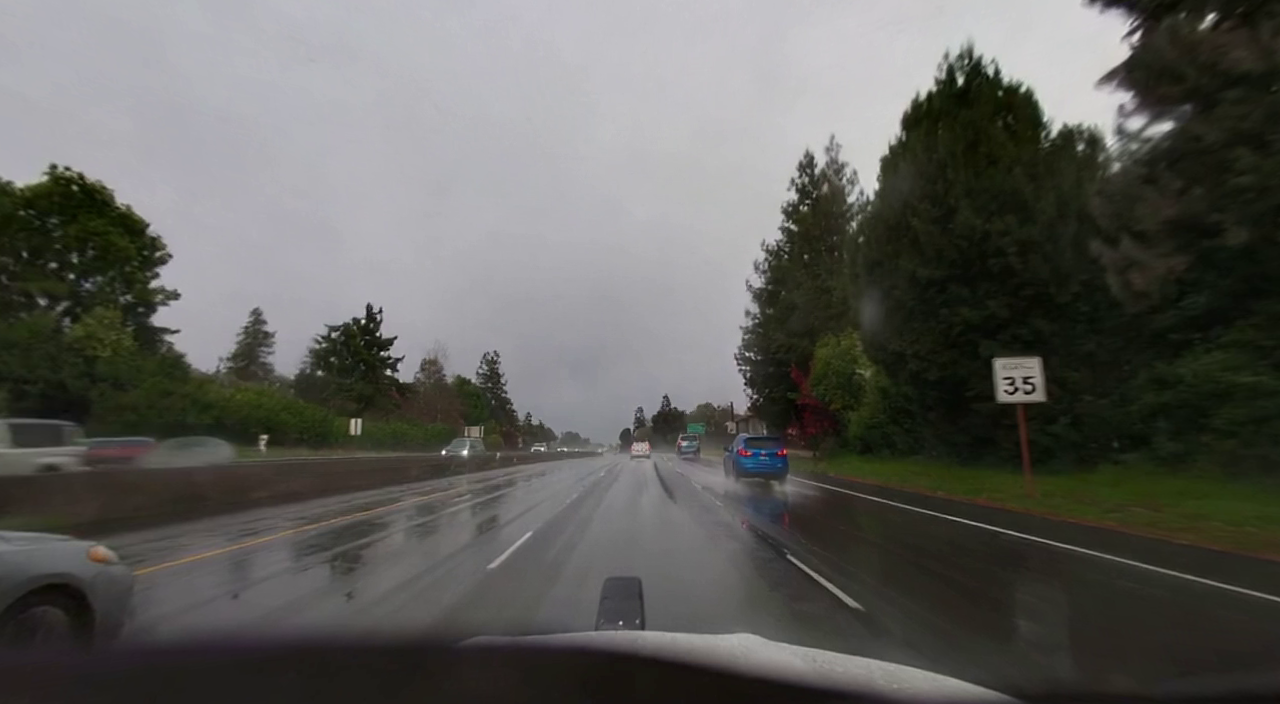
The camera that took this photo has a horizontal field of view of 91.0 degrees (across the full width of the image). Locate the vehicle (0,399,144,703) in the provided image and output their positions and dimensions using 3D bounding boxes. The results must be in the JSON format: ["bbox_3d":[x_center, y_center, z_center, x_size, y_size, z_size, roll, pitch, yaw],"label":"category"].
[{"bbox_3d":[-3.794,0.751,1.218,2.036,1.528,4.400,0,-9,0],"label":"vehicle"}]

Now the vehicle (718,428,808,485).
[{"bbox_3d":[3.952,3.442,20.952,2.092,1.686,4.188,0,-9,-1],"label":"vehicle"}]
